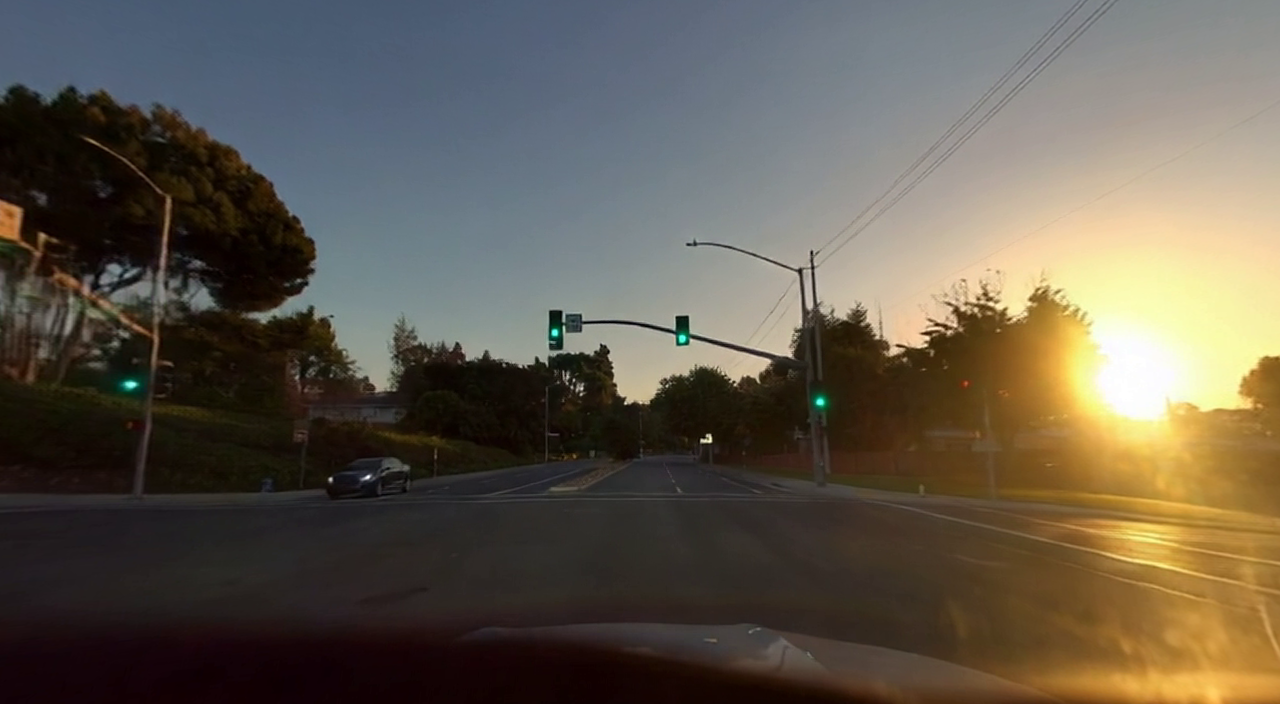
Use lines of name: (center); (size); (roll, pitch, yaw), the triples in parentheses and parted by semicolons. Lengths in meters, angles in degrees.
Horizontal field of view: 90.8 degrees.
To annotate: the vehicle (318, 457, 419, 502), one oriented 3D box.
vehicle: (-10.374, 4.873, 24.546); (1.983, 1.482, 4.190); (-1, -9, 1)
